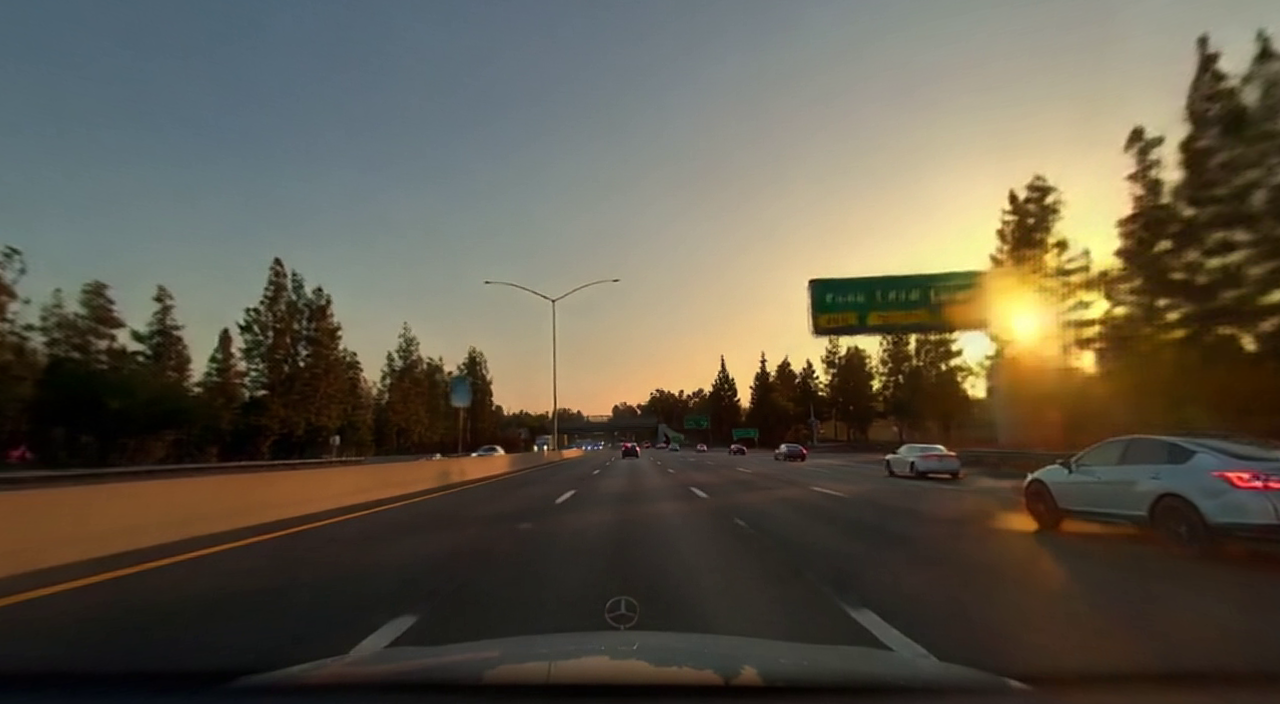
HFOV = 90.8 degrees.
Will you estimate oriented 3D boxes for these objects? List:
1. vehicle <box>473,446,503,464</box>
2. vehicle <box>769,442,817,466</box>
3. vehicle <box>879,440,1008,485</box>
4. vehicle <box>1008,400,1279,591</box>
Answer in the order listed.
[{"bbox_3d":[-11.189,7.557,46.555,1.491,1.186,3.271,1,-7,-2],"label":"vehicle"},{"bbox_3d":[10.533,7.066,43.970,1.962,1.536,4.945,0,-9,-2],"label":"vehicle"},{"bbox_3d":[11.114,4.071,23.693,2.194,1.489,5.141,0,-9,-1],"label":"vehicle"},{"bbox_3d":[6.676,1.529,7.310,2.027,1.679,4.543,0,-9,-1],"label":"vehicle"}]
